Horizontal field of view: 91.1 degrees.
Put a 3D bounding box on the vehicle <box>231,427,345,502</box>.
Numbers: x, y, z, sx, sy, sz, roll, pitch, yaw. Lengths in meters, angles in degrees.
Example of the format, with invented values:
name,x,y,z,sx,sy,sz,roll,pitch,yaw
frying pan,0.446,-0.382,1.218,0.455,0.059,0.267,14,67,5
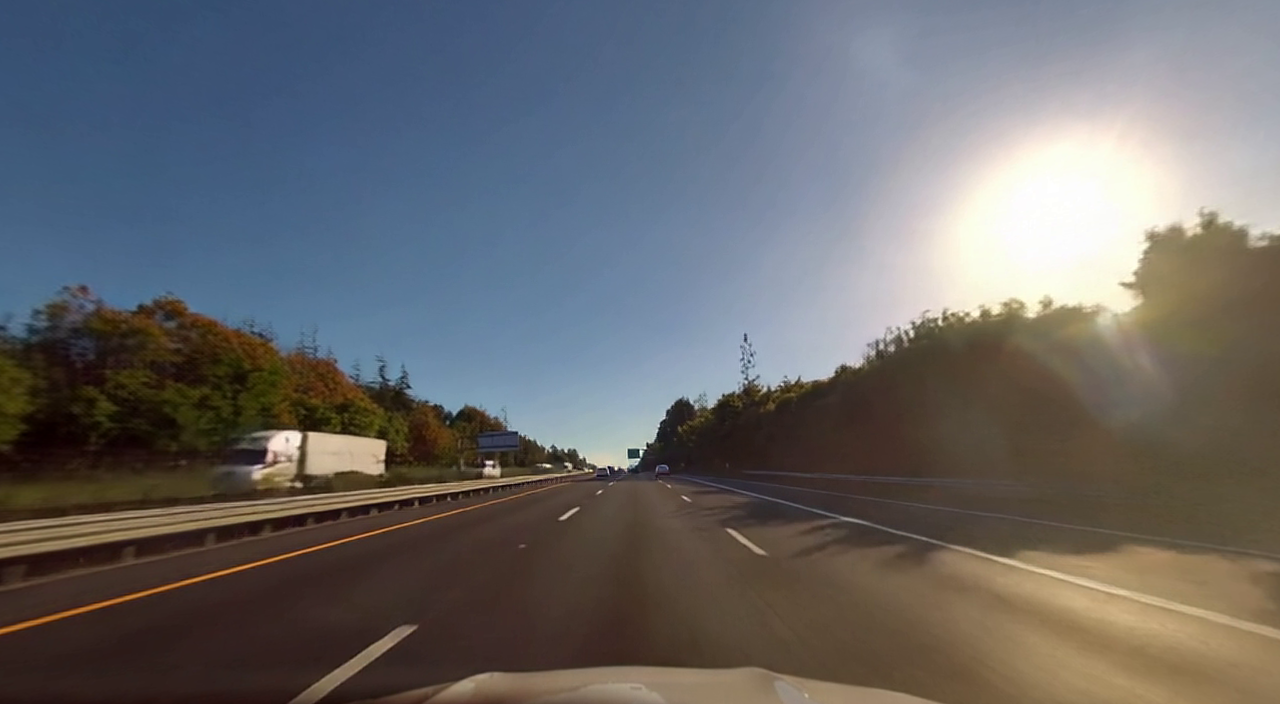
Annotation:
name,x,y,z,sx,sy,sz,roll,pitch,yaw
vehicle,-20.657,6.705,37.399,2.993,4.003,6.139,1,-10,-1

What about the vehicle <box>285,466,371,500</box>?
name,x,y,z,sx,sy,sz,roll,pitch,yaw
vehicle,-16.213,6.812,32.939,2.087,1.602,4.557,1,-10,0
